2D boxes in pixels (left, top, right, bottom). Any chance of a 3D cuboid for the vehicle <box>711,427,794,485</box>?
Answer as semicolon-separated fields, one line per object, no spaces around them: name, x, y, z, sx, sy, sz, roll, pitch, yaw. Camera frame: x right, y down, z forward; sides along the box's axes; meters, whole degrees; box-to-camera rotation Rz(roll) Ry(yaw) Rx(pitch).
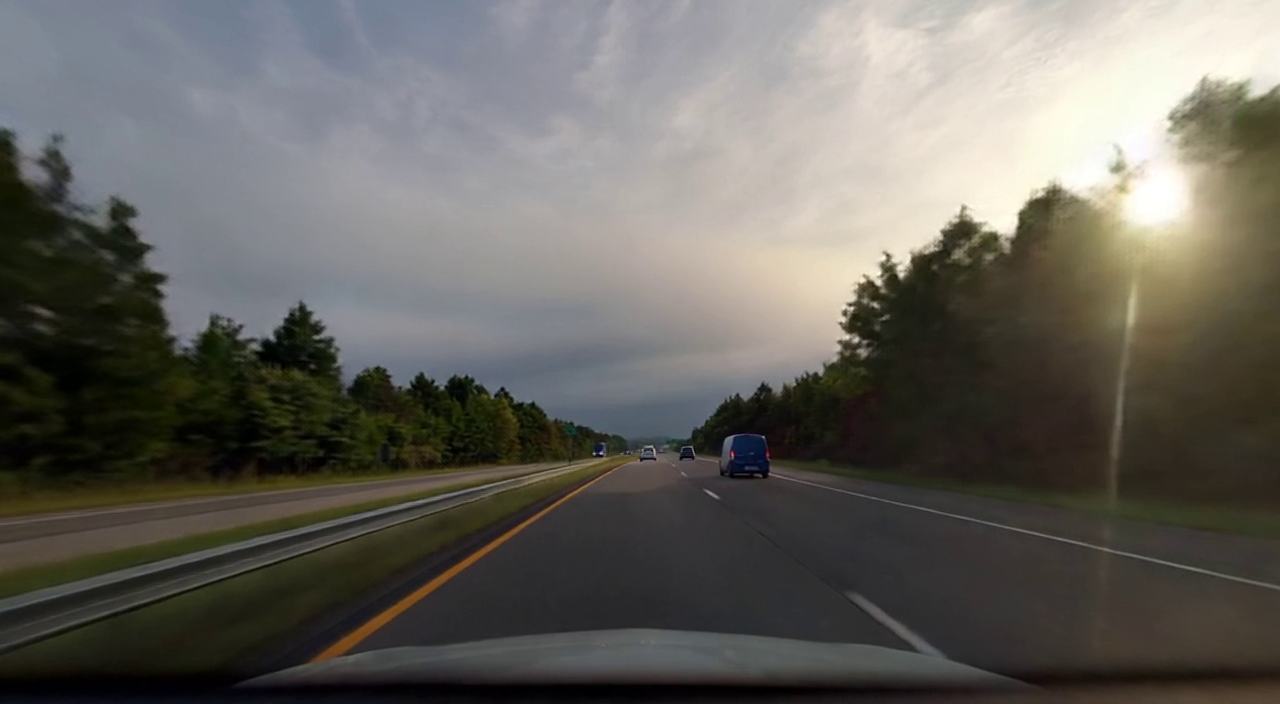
vehicle;4.289;4.077;24.931;2.371;2.045;4.768;0;-9;-1
